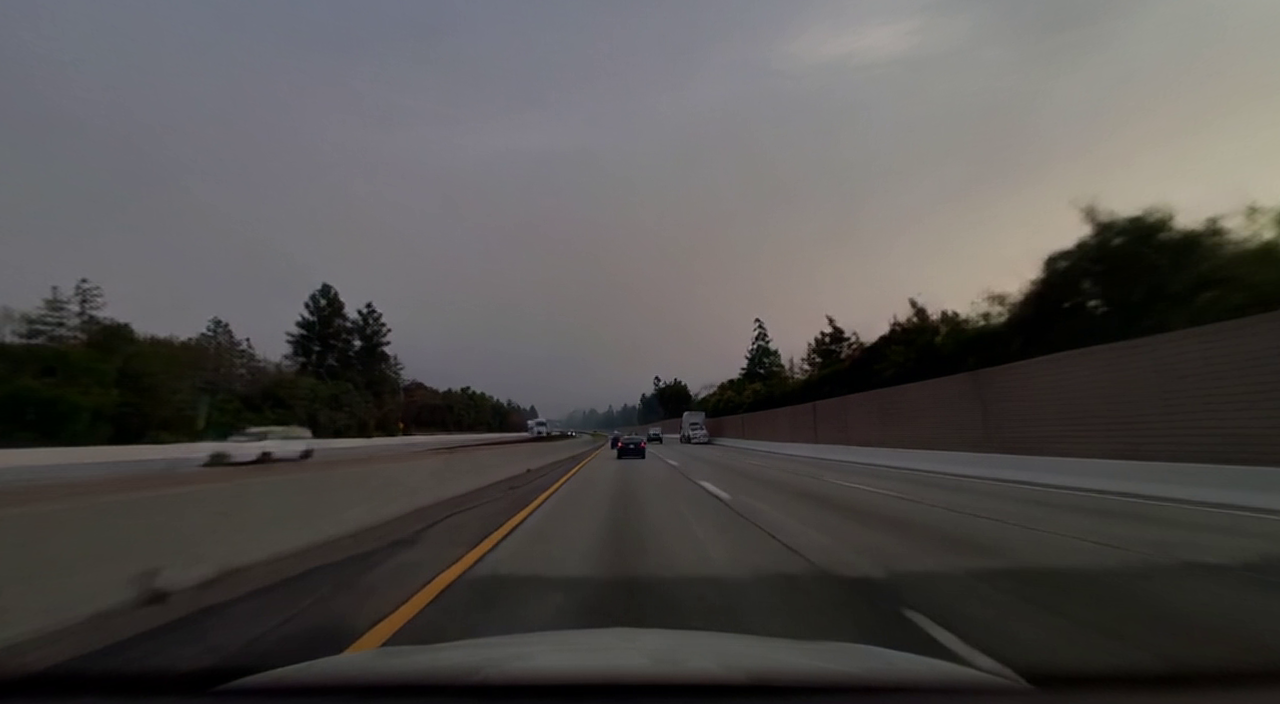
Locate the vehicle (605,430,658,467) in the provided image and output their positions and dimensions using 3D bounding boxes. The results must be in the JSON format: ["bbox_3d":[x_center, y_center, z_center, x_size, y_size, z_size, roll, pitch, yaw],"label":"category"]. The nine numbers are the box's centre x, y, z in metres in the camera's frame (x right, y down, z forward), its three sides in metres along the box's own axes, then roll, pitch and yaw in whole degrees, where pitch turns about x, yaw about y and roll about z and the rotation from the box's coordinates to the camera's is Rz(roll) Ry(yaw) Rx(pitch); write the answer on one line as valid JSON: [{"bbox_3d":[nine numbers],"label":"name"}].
[{"bbox_3d":[-0.412,4.190,27.591,2.119,1.480,4.000,0,-8,-2],"label":"vehicle"}]

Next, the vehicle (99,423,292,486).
[{"bbox_3d":[-12.079,2.794,17.638,1.984,1.501,4.739,0,-8,-1],"label":"vehicle"}]
